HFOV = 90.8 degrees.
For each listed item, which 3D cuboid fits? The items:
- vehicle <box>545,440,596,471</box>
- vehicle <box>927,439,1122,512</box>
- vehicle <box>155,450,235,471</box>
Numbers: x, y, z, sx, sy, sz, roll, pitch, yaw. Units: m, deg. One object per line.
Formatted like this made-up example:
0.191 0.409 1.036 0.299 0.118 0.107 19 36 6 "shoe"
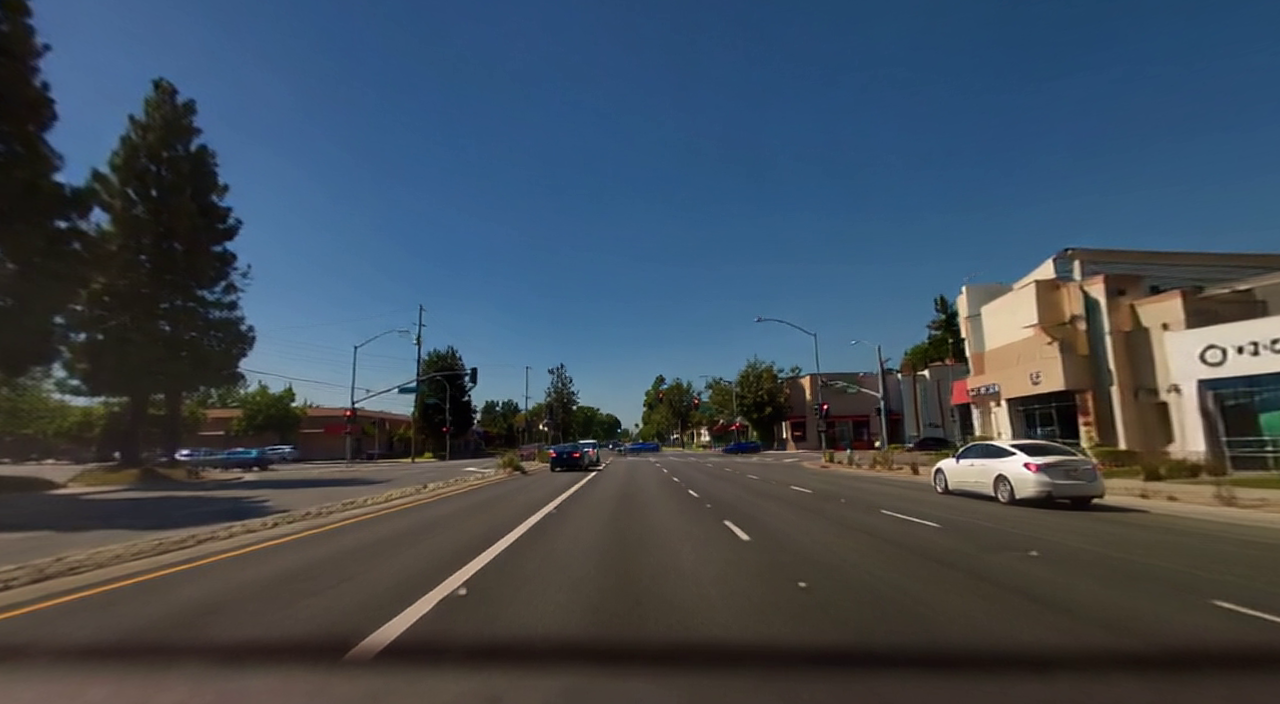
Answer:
-3.595 5.454 33.556 2.121 1.481 4.708 0 -8 1 "vehicle"
8.794 2.826 14.995 1.936 1.460 4.258 0 -8 0 "vehicle"
-34.939 8.498 49.620 5.228 1.539 2.009 -2 -8 11 "vehicle"
